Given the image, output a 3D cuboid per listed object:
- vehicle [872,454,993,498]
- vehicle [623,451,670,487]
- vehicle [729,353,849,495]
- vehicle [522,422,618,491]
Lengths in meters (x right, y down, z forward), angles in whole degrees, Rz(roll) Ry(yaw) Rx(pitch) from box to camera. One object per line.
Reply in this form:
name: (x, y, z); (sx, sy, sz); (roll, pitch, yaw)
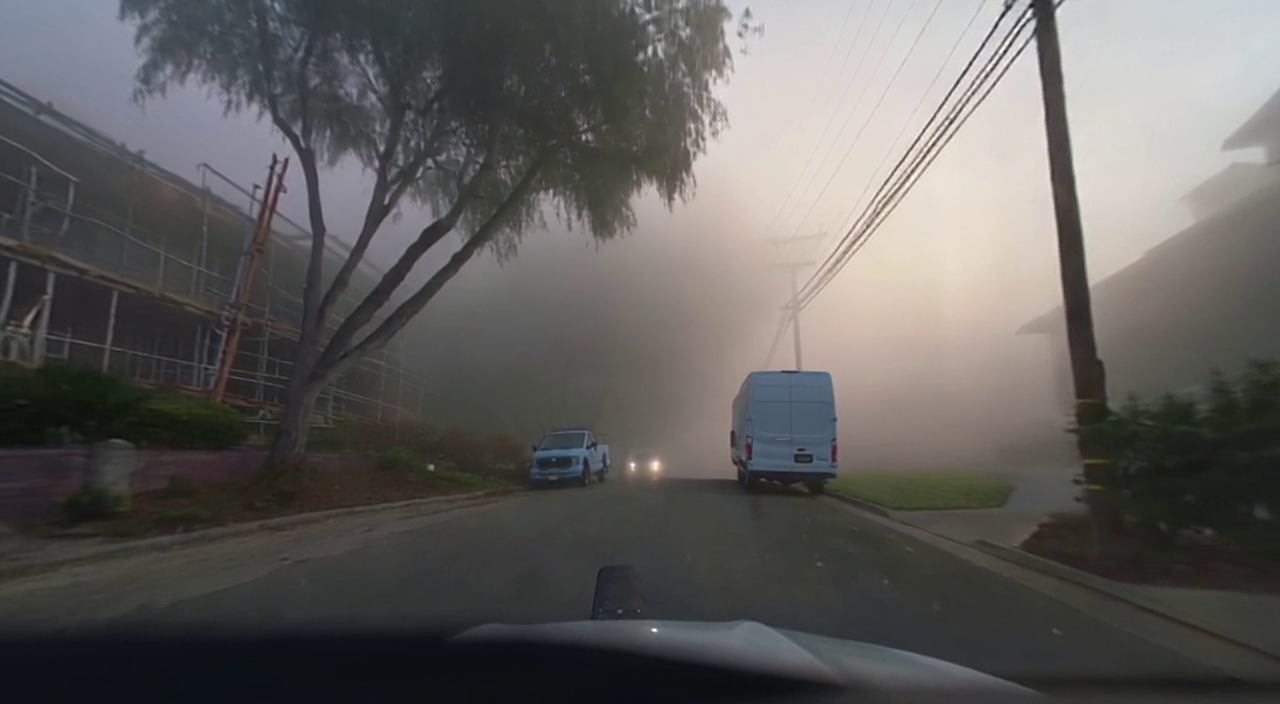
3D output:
vehicle: (14.968, 6.345, 32.524); (5.321, 1.857, 1.976); (-1, -3, 14)
vehicle: (0.470, 7.047, 38.280); (2.257, 1.916, 5.089); (-1, -9, 7)
vehicle: (4.704, 2.816, 21.976); (2.915, 3.793, 9.963); (0, -11, 7)
vehicle: (-2.254, 3.497, 21.807); (2.171, 1.910, 4.789); (-2, -5, 8)
